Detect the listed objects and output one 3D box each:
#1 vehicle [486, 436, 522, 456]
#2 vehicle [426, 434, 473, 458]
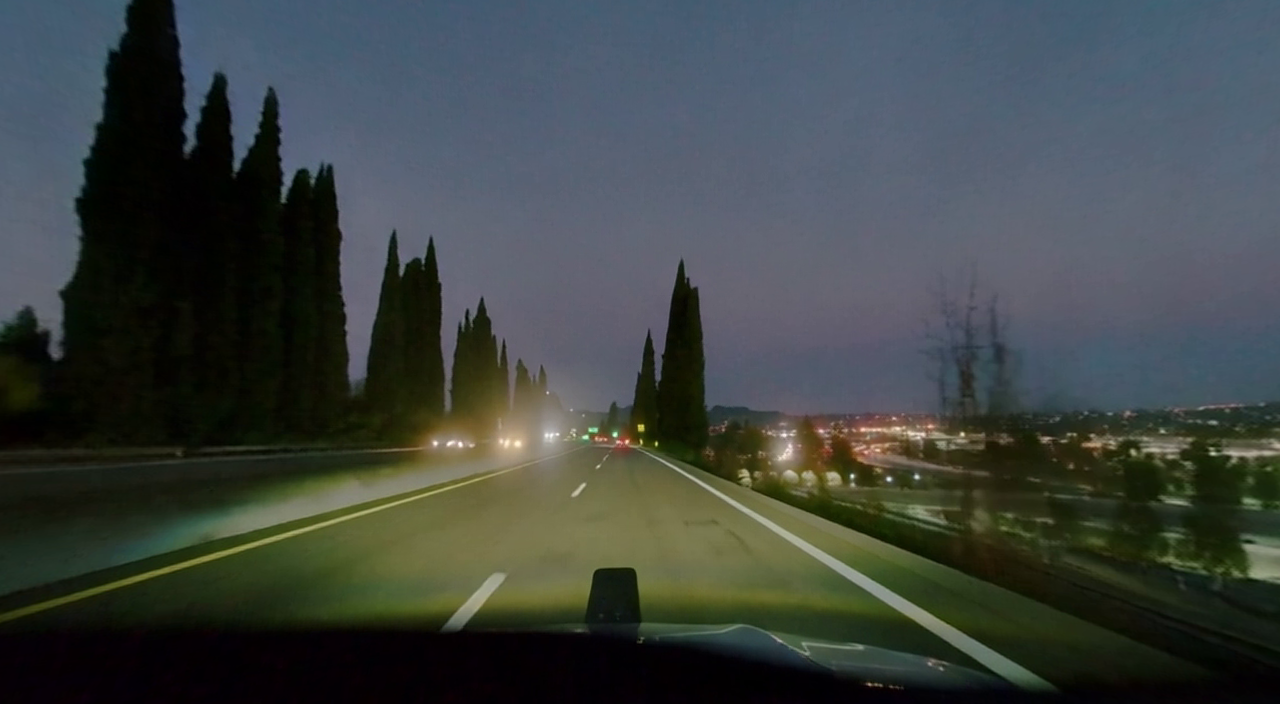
[{"bbox_3d":[-10.404,7.224,48.585,1.911,1.465,3.948,0,-8,-1],"label":"vehicle"},{"bbox_3d":[-13.241,6.497,44.007,1.971,1.581,4.317,0,-8,-1],"label":"vehicle"}]
